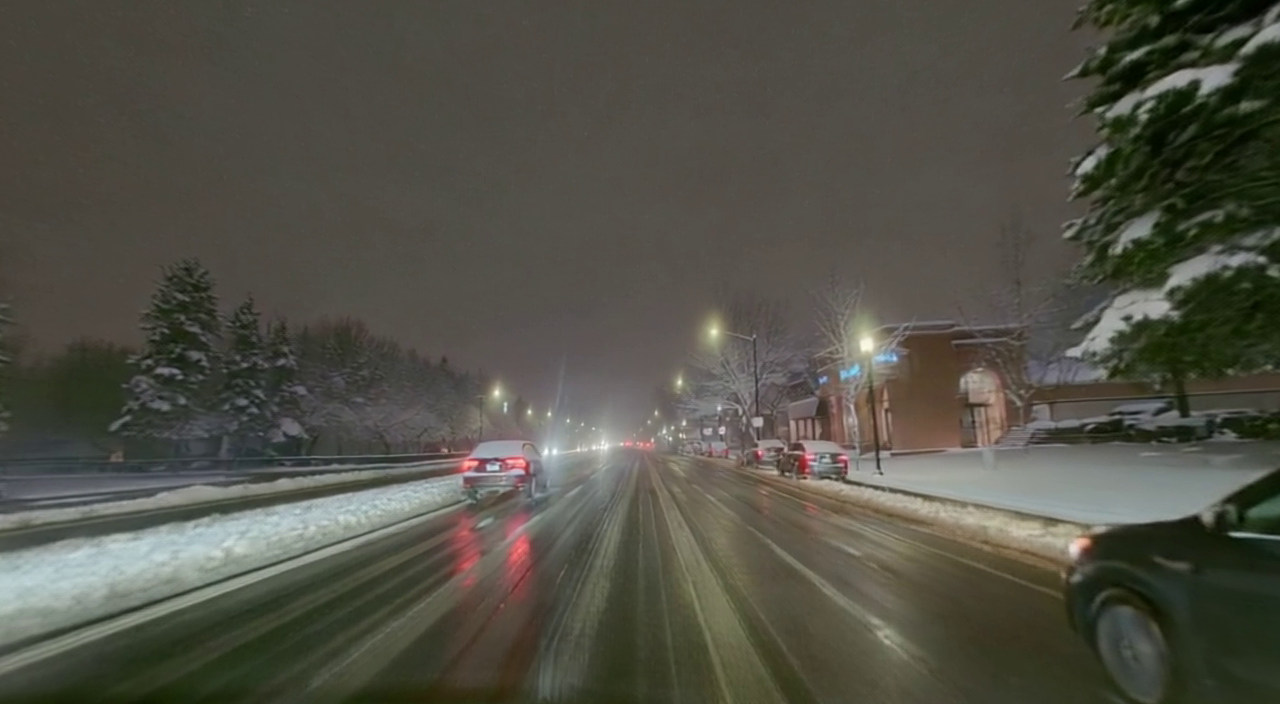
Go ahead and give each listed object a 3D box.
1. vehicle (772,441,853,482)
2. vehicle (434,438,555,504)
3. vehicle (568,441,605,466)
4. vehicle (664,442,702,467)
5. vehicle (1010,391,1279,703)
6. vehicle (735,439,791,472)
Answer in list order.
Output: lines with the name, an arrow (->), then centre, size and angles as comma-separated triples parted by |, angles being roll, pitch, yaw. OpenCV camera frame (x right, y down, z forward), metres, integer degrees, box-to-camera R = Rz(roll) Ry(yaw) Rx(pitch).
vehicle -> 6.719, 4.309, 25.124 | 1.896, 1.479, 4.416 | 0, -9, -1
vehicle -> -3.579, 3.027, 16.503 | 2.060, 1.466, 4.387 | 0, -9, 1
vehicle -> -3.704, 7.190, 44.816 | 2.145, 1.694, 4.642 | 0, -9, 1
vehicle -> 2.649, 6.391, 39.608 | 1.961, 1.482, 4.538 | 0, -9, -1
vehicle -> 3.376, 0.790, 1.630 | 2.021, 1.491, 4.563 | 0, -9, -1
vehicle -> 6.533, 5.555, 34.018 | 1.983, 1.618, 4.108 | 0, -9, -4
